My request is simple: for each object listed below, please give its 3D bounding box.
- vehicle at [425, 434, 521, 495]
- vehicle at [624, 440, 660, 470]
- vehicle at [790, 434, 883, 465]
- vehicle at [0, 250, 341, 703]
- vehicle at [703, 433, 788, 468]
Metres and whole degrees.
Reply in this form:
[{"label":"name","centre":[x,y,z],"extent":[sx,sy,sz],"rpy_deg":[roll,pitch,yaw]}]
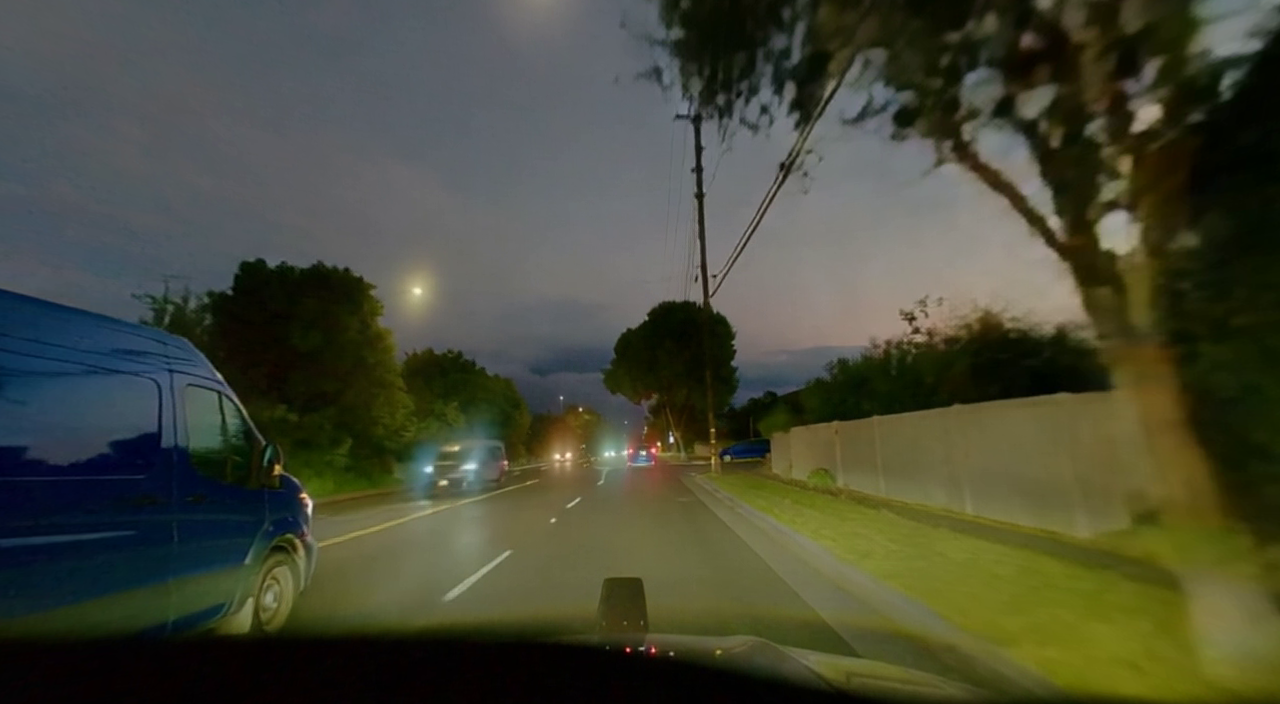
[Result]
[{"label":"vehicle","centre":[-6.605,4.511,25.693],"extent":[2.333,2.165,5.436],"rpy_deg":[-1,-9,1]},{"label":"vehicle","centre":[0.133,6.404,39.350],"extent":[2.120,1.718,3.909],"rpy_deg":[0,-9,1]},{"label":"vehicle","centre":[10.324,5.152,33.349],"extent":[4.295,1.505,1.918],"rpy_deg":[-1,-8,1]},{"label":"vehicle","centre":[-3.625,0.648,2.074],"extent":[2.336,2.152,5.866],"rpy_deg":[0,-9,1]},{"label":"vehicle","centre":[6.778,6.280,40.318],"extent":[5.012,1.711,2.457],"rpy_deg":[-7,-8,15]}]
